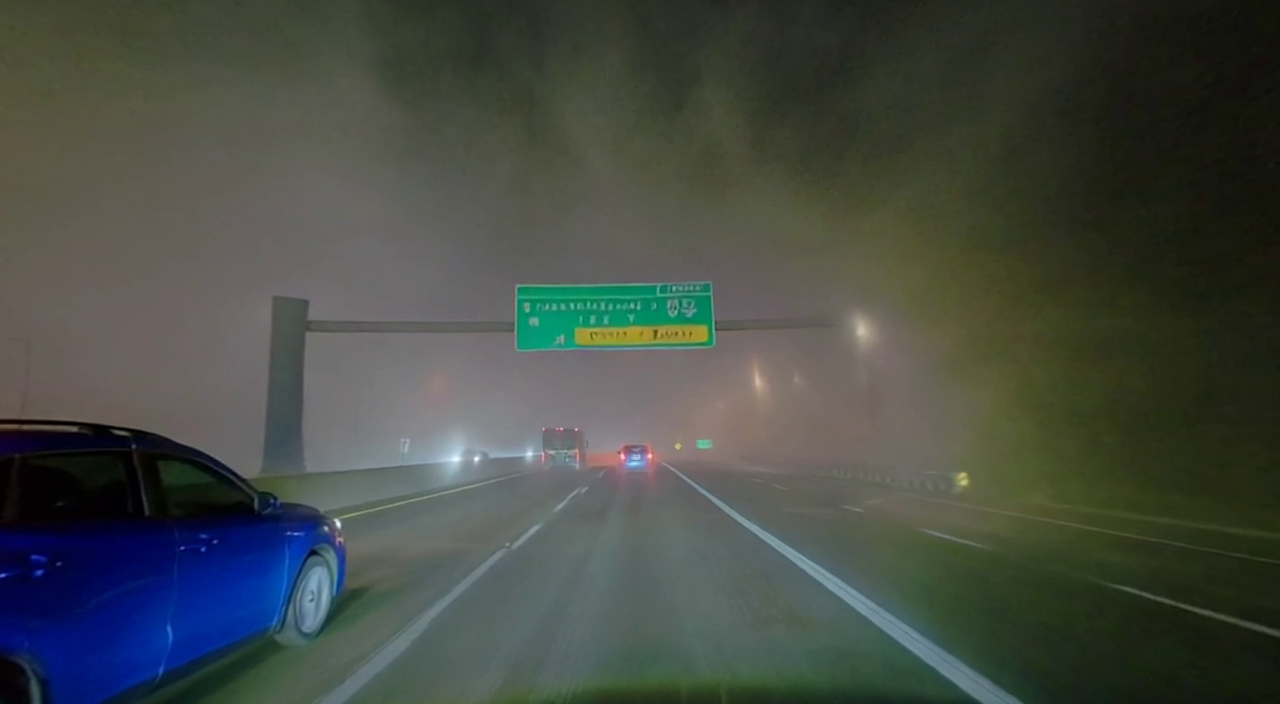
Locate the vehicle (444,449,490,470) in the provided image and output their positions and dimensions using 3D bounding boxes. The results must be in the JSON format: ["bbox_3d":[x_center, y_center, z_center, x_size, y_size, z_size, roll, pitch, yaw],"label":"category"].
[{"bbox_3d":[-13.272,8.275,48.584,2.059,1.512,4.244,0,-9,3],"label":"vehicle"}]

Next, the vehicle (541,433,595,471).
[{"bbox_3d":[-3.757,5.387,33.946,2.264,1.901,4.647,0,-9,1],"label":"vehicle"}]

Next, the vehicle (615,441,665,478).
[{"bbox_3d":[0.019,4.828,28.569,2.086,1.548,4.325,0,-9,0],"label":"vehicle"}]
